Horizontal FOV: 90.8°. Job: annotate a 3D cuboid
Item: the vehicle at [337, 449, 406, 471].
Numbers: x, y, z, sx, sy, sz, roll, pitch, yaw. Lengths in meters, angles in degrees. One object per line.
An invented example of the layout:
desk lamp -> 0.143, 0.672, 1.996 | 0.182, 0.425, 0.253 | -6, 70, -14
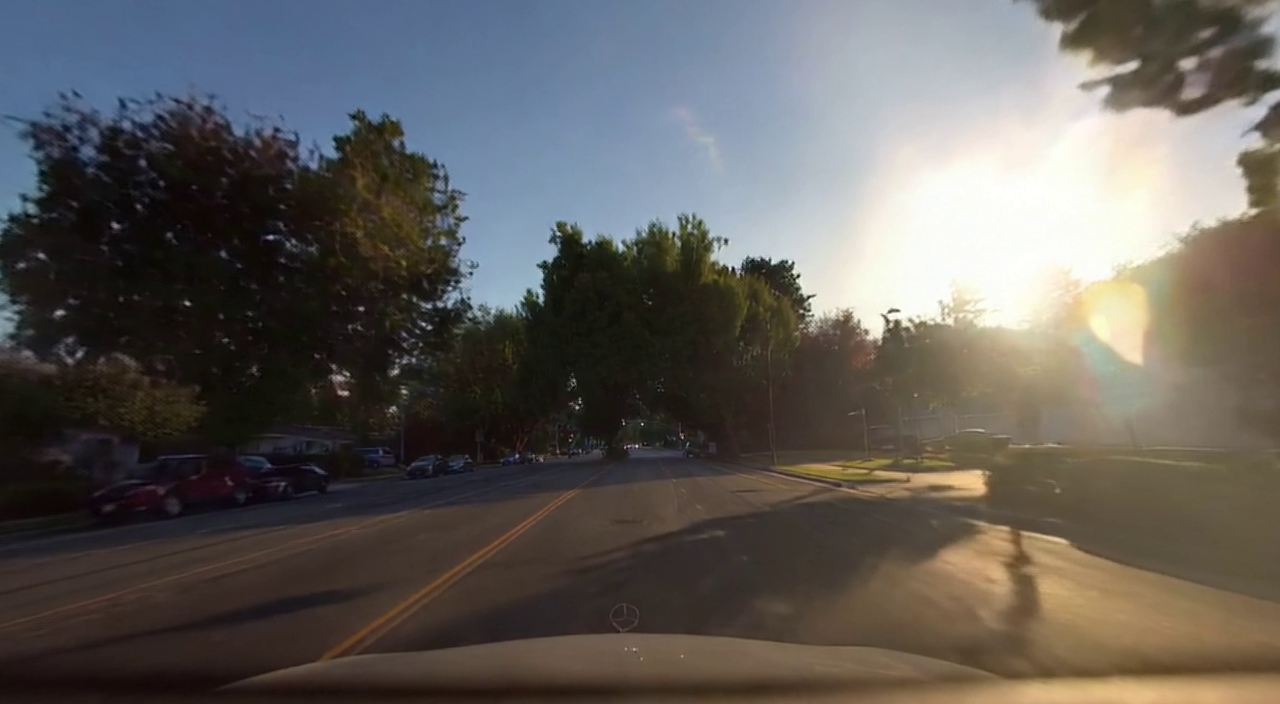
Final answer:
vehicle -> -20.881, 8.389, 49.212 | 4.498, 1.623, 1.903 | 0, -8, 1

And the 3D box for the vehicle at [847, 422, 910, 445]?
vehicle -> 17.577, 6.053, 46.624 | 1.726, 1.620, 3.938 | 6, -11, -37

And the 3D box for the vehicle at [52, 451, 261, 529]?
vehicle -> -12.897, 3.632, 17.391 | 1.882, 1.775, 4.904 | 0, -8, 0

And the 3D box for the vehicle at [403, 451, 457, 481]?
vehicle -> -12.647, 6.881, 38.325 | 1.828, 1.510, 4.149 | -4, -8, 0

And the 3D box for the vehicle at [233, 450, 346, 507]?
vehicle -> -12.631, 4.532, 23.110 | 1.882, 1.727, 3.945 | -3, -8, 1

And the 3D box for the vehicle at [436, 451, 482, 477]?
vehicle -> -12.605, 7.809, 44.216 | 1.909, 1.477, 4.345 | -3, -8, -1
